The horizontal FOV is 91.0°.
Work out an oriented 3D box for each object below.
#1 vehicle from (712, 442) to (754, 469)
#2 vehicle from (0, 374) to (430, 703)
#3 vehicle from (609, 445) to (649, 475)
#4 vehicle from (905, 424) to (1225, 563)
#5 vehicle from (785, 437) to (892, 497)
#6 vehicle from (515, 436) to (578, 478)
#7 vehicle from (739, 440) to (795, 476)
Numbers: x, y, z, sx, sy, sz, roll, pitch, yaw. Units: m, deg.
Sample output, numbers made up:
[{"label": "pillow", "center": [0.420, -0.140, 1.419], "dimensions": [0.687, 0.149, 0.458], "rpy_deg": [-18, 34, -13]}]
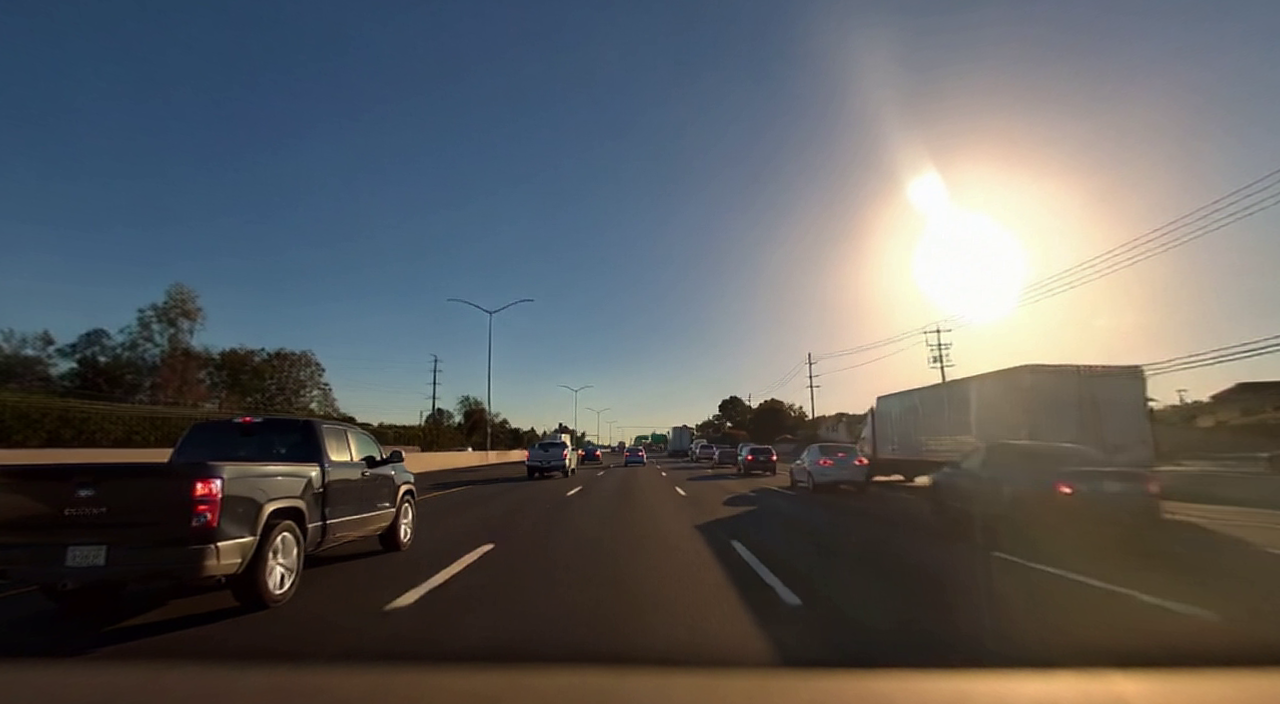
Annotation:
[{"label": "vehicle", "center": [6.393, 7.152, 43.768], "dimensions": [2.086, 1.783, 4.868], "rpy_deg": [0, -9, -1]}, {"label": "vehicle", "center": [-3.678, 1.286, 5.486], "dimensions": [2.127, 1.705, 4.374], "rpy_deg": [0, -9, 1]}, {"label": "vehicle", "center": [-0.586, 5.913, 34.651], "dimensions": [2.060, 1.508, 4.308], "rpy_deg": [0, -9, 0]}, {"label": "vehicle", "center": [5.836, 1.961, 9.479], "dimensions": [1.956, 1.576, 4.211], "rpy_deg": [0, -9, 2]}, {"label": "vehicle", "center": [6.004, 3.522, 19.601], "dimensions": [1.989, 1.642, 4.082], "rpy_deg": [0, -9, 0]}, {"label": "vehicle", "center": [-4.323, 4.940, 29.912], "dimensions": [2.147, 1.825, 4.602], "rpy_deg": [0, -9, 1]}, {"label": "vehicle", "center": [6.384, 5.377, 32.144], "dimensions": [1.977, 1.705, 4.078], "rpy_deg": [0, -9, 0]}]
